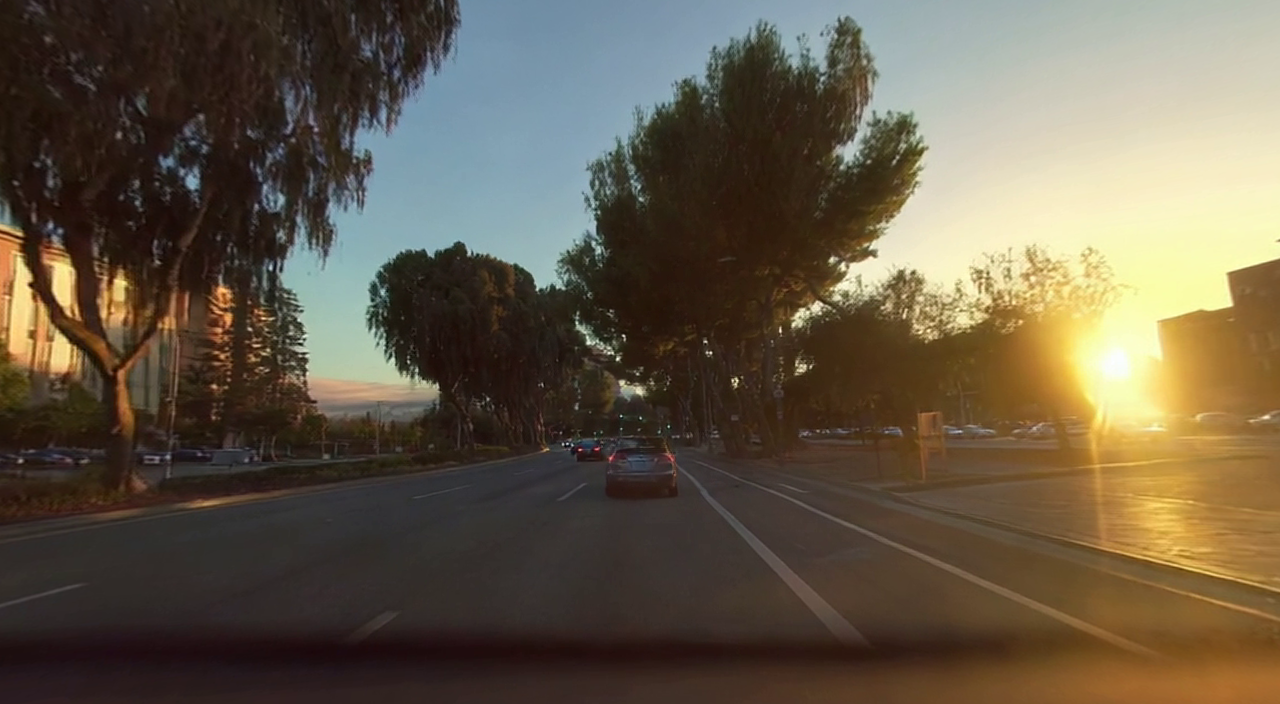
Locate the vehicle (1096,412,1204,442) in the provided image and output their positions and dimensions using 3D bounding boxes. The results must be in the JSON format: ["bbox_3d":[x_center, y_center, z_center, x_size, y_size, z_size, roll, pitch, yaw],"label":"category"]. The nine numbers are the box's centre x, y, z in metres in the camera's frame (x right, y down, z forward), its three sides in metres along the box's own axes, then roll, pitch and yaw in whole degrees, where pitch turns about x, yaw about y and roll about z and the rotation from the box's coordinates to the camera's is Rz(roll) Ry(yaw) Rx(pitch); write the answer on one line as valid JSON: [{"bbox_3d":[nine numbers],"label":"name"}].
[{"bbox_3d":[31.900,4.761,39.680,4.903,1.767,2.105,-5,-10,31],"label":"vehicle"}]

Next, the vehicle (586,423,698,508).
[{"bbox_3d":[0.054,2.532,14.536,2.199,1.652,4.101,0,-8,1],"label":"vehicle"}]
